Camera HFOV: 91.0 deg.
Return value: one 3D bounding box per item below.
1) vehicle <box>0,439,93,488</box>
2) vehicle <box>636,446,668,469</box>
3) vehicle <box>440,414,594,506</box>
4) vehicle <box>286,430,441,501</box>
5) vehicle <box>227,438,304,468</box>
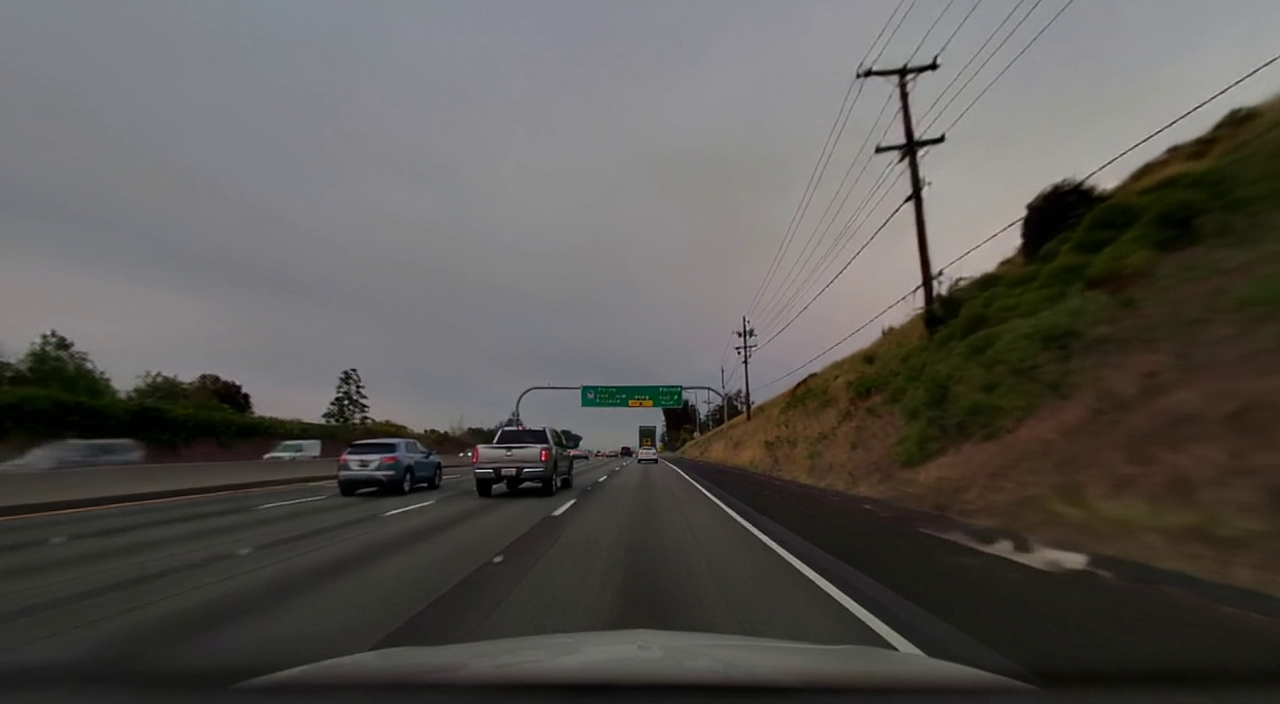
[{"bbox_3d":[-20.451,3.624,20.590,1.656,1.485,3.729,0,-9,1],"label":"vehicle"},{"bbox_3d":[0.789,7.131,42.711,2.025,1.485,4.310,0,-9,-1],"label":"vehicle"},{"bbox_3d":[-3.030,2.928,17.510,2.972,2.087,6.126,0,-9,1],"label":"vehicle"},{"bbox_3d":[-7.491,3.116,17.740,2.143,1.688,4.776,0,-9,1],"label":"vehicle"},{"bbox_3d":[-23.995,6.487,40.597,2.054,1.753,4.574,0,-9,1],"label":"vehicle"}]
